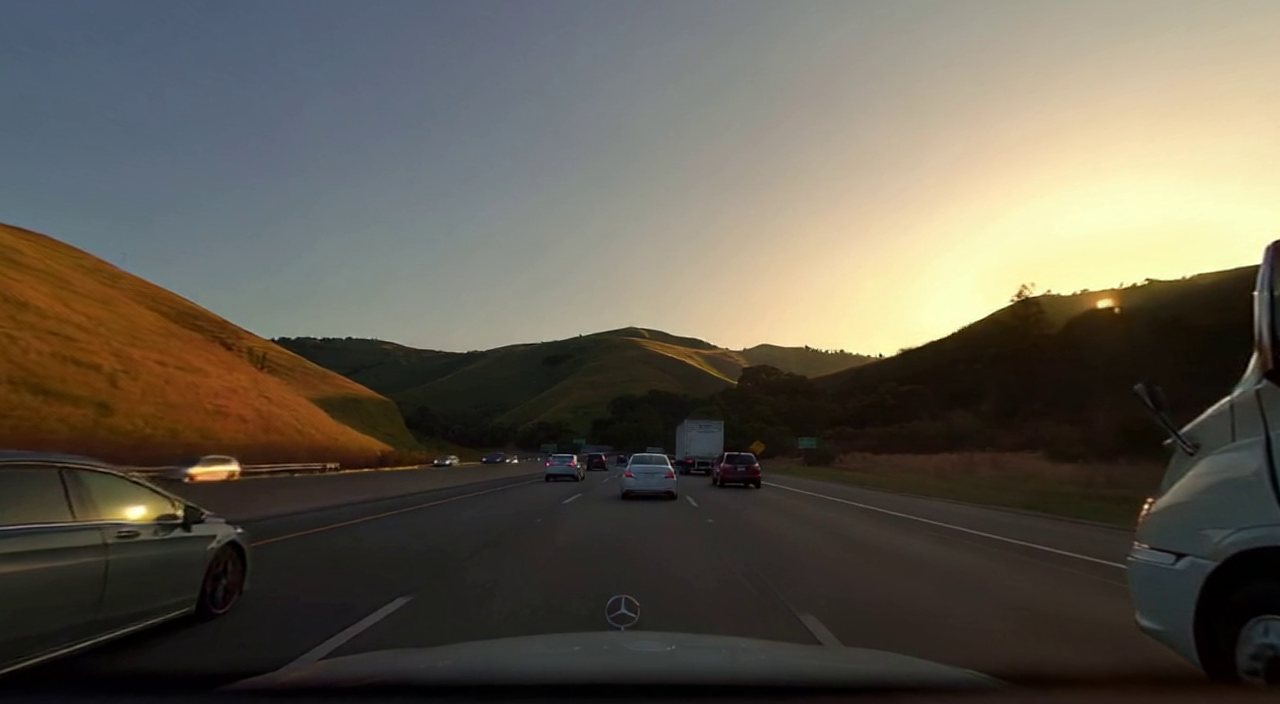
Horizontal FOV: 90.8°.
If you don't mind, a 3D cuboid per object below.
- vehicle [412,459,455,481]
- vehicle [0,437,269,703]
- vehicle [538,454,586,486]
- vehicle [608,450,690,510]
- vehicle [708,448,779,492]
[{"bbox_3d":[-14.918,8.529,45.719,1.758,1.421,3.735,-1,-9,2],"label":"vehicle"},{"bbox_3d":[-4.373,1.237,3.457,1.920,1.506,4.454,0,-9,1],"label":"vehicle"},{"bbox_3d":[-3.794,5.808,31.336,1.848,1.486,3.832,0,-9,1],"label":"vehicle"},{"bbox_3d":[0.235,3.486,17.573,2.041,1.484,3.535,0,-9,0],"label":"vehicle"},{"bbox_3d":[4.019,4.657,25.309,2.029,1.579,4.484,0,-9,-1],"label":"vehicle"}]
